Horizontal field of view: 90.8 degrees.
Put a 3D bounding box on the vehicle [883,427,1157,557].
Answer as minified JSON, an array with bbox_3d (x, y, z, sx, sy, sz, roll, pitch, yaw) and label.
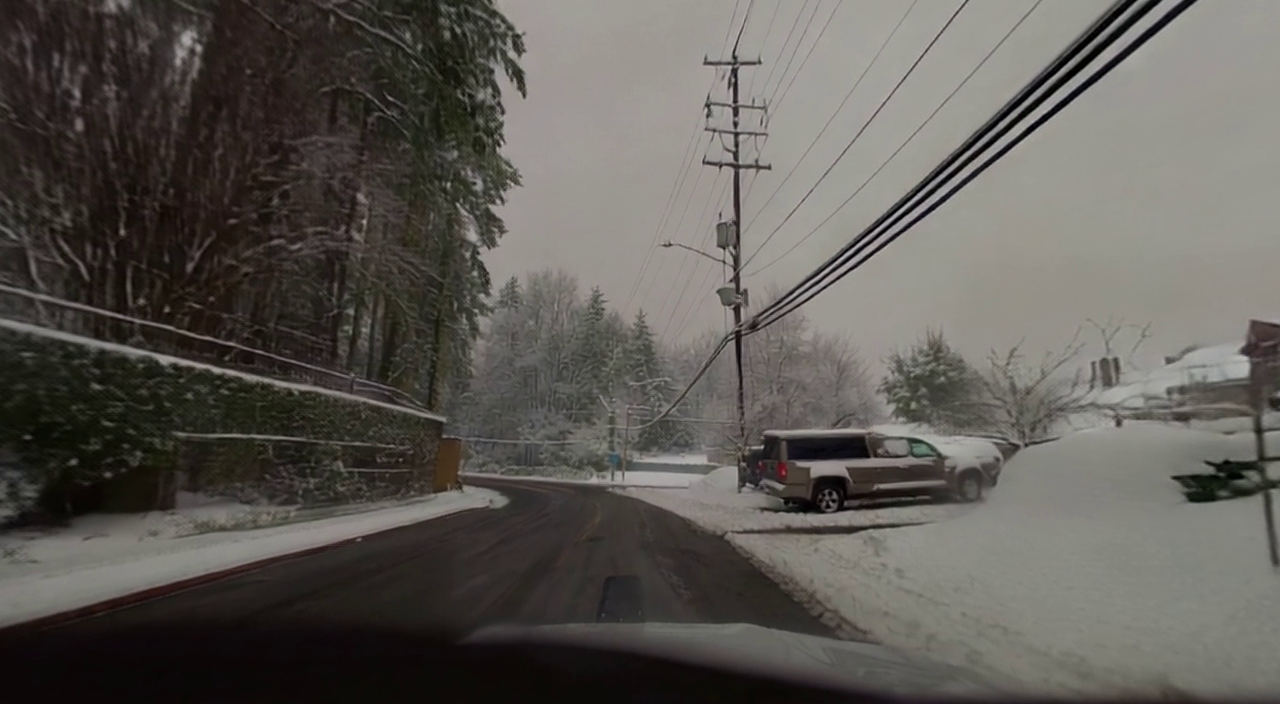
[{"bbox_3d":[6.942,2.359,11.559,4.444,1.902,2.099,3,-7,-26],"label":"vehicle"}]

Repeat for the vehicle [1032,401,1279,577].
[{"bbox_3d":[8.226,1.842,9.065,4.780,1.984,1.896,4,-10,-23],"label":"vehicle"}]
